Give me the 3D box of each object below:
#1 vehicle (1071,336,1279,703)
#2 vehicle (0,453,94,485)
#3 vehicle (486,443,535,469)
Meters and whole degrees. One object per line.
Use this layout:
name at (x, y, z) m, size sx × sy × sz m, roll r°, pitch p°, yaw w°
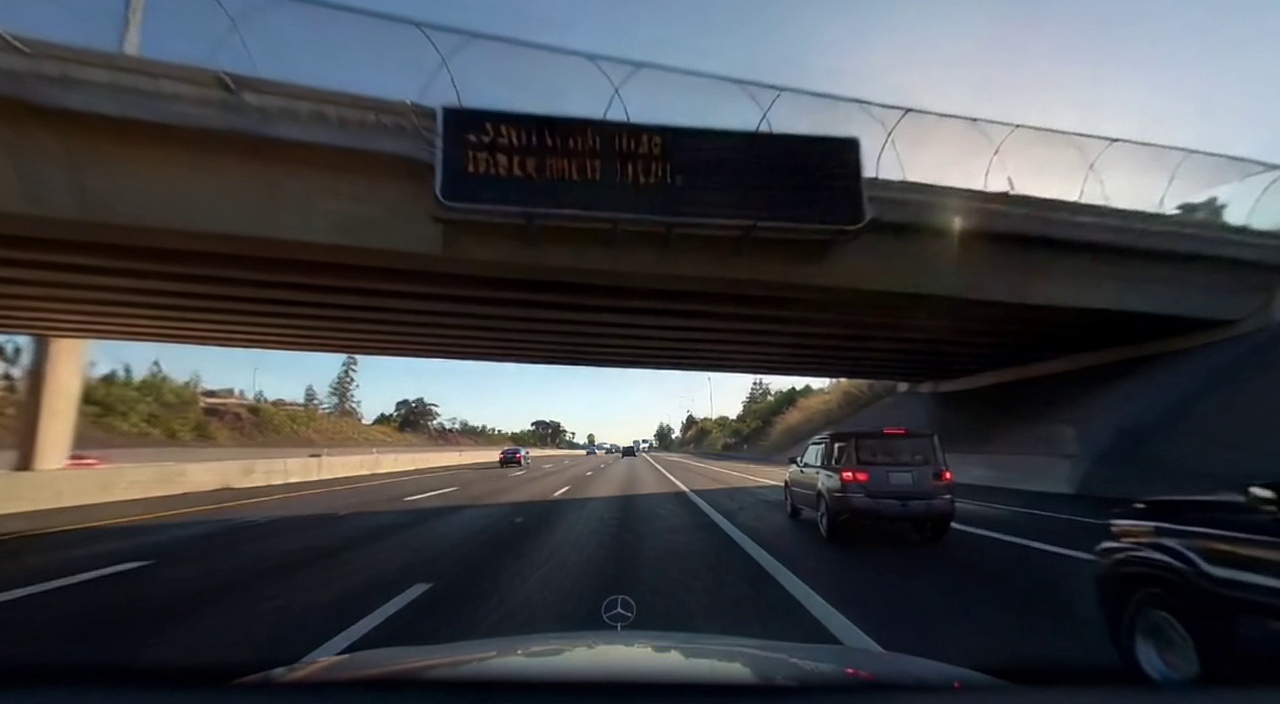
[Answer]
vehicle at (3.637, 0.620, 1.382) m, size 2.103 × 1.694 × 4.628 m, roll 0°, pitch -8°, yaw 0°
vehicle at (-39.182, 7.557, 41.080) m, size 2.079 × 1.830 × 5.811 m, roll 0°, pitch -8°, yaw 0°
vehicle at (-8.063, 6.532, 39.863) m, size 2.005 × 1.545 × 4.874 m, roll 0°, pitch -8°, yaw 0°
